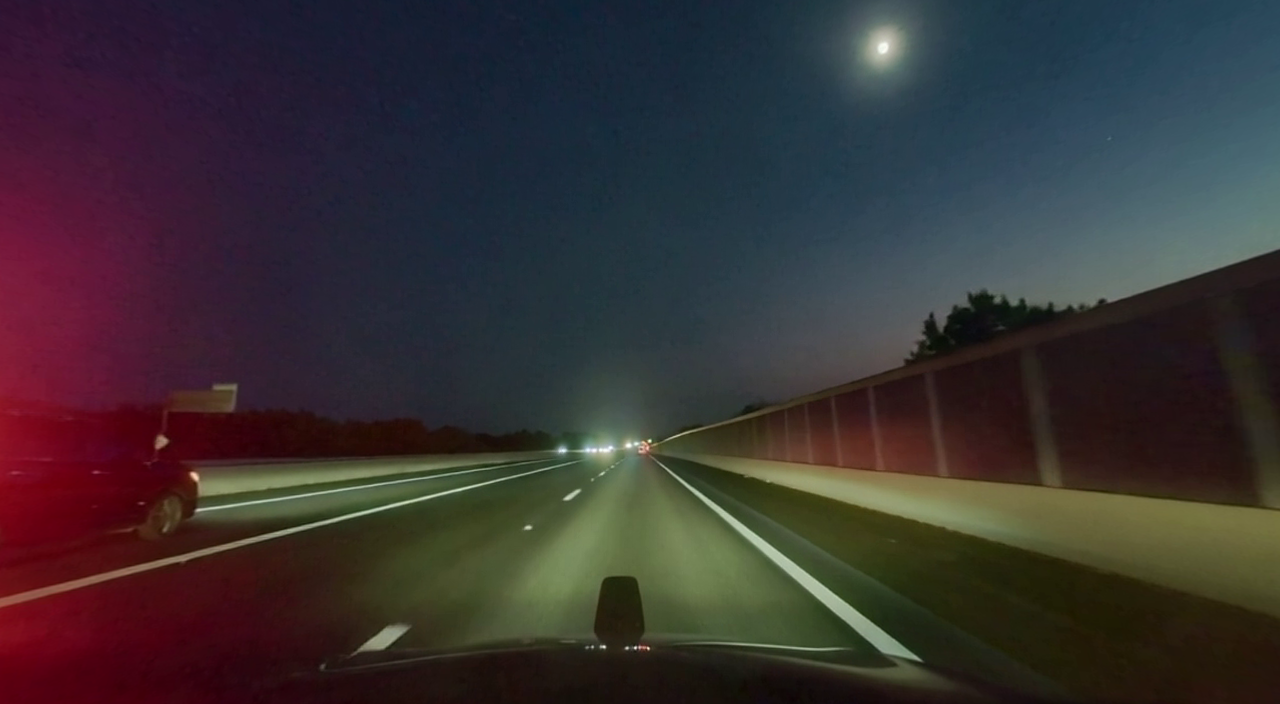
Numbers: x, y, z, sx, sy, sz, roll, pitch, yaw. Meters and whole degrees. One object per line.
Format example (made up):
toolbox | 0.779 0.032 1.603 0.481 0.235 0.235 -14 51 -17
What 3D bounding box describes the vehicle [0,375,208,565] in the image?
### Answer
vehicle | -7.719 1.300 7.069 2.163 1.947 4.959 0 -8 0
